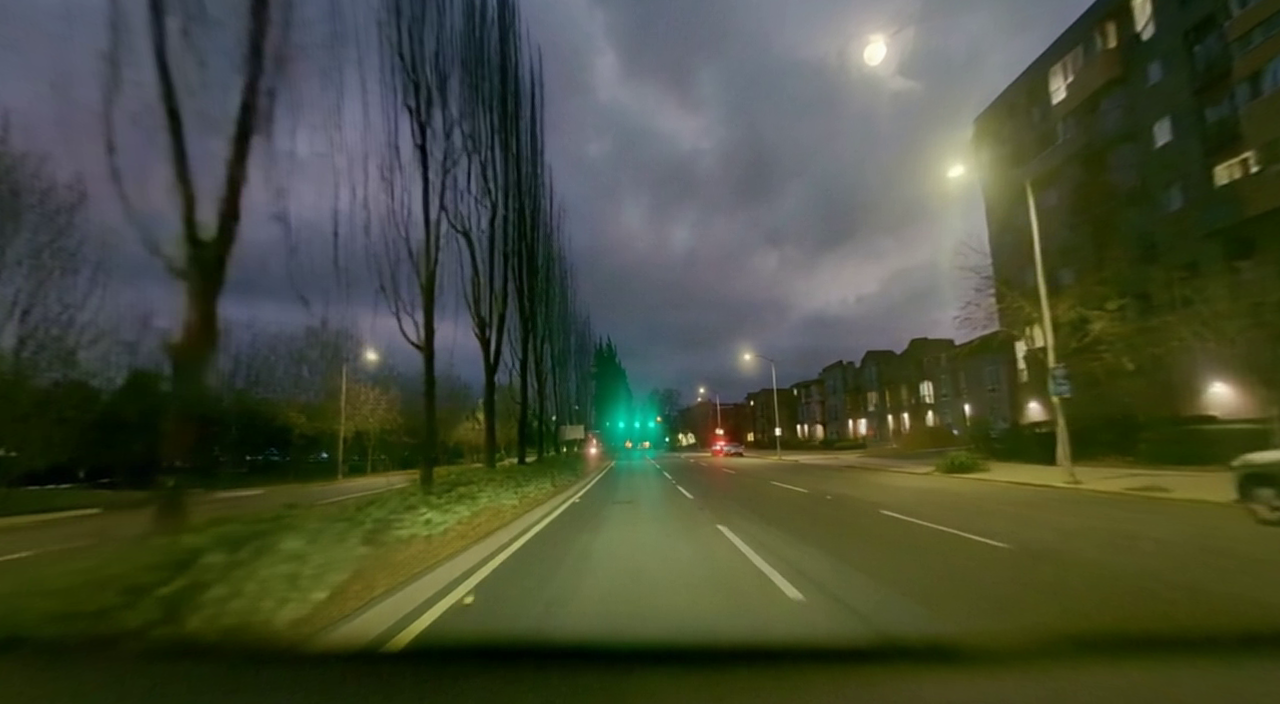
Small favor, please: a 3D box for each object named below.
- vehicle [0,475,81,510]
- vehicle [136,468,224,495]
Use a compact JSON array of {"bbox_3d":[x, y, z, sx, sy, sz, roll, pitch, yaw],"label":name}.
[{"bbox_3d":[-30.973,6.893,31.013,4.646,1.544,2.187,3,-9,-19],"label":"vehicle"},{"bbox_3d":[-32.487,9.115,44.812,1.807,1.568,4.997,-4,-9,13],"label":"vehicle"}]
